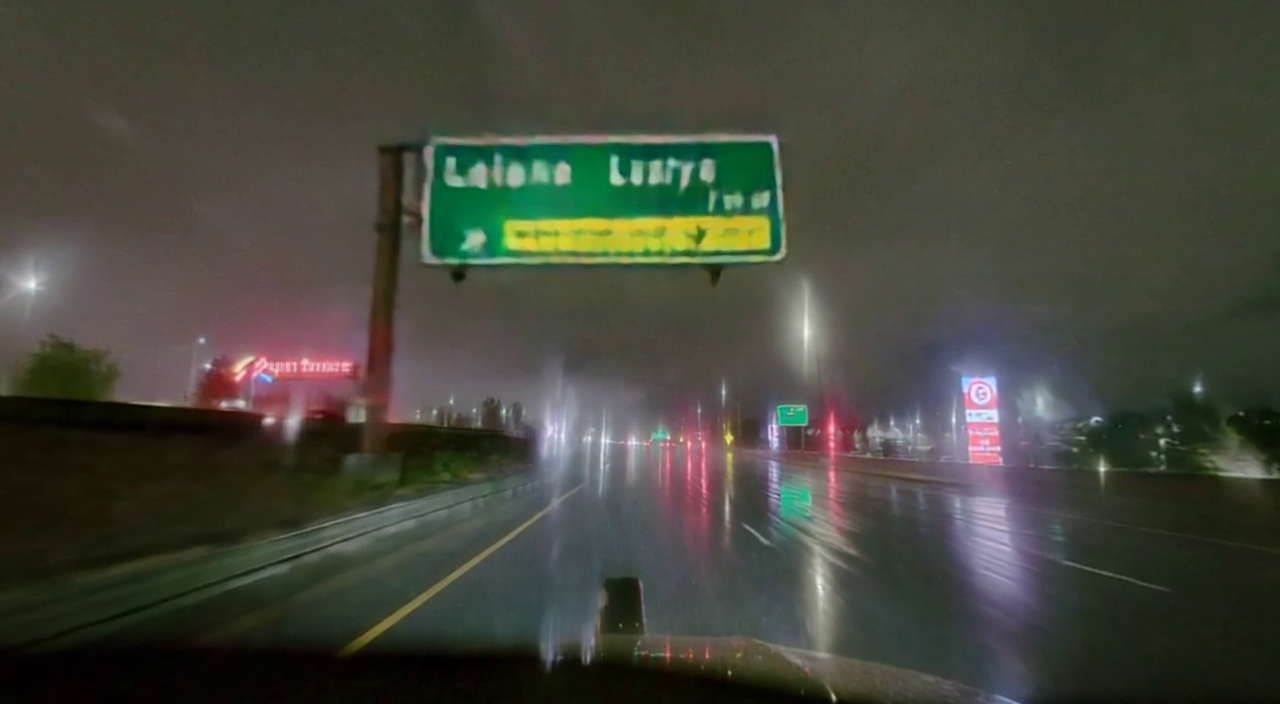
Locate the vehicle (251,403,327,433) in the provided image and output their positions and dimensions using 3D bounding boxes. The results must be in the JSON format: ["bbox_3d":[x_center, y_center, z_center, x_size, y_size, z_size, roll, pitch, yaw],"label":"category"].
[{"bbox_3d":[-20.846,4.005,37.709,1.865,1.546,4.501,0,-8,1],"label":"vehicle"}]
